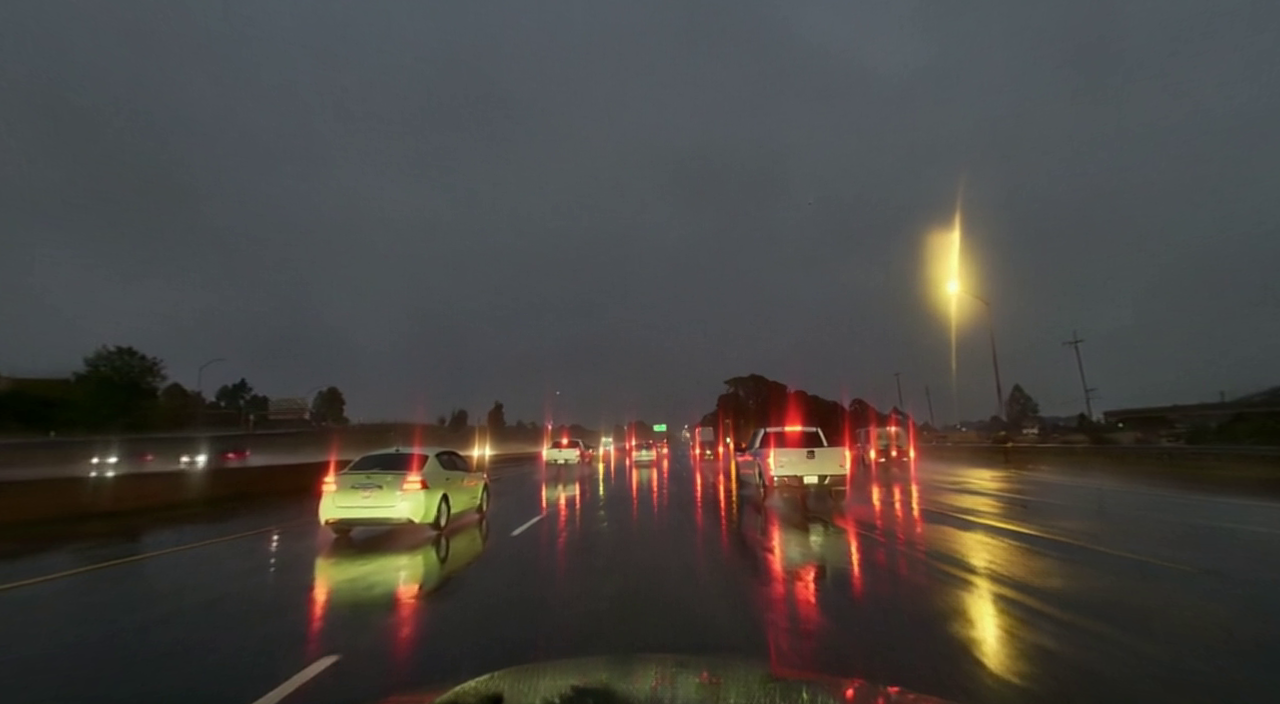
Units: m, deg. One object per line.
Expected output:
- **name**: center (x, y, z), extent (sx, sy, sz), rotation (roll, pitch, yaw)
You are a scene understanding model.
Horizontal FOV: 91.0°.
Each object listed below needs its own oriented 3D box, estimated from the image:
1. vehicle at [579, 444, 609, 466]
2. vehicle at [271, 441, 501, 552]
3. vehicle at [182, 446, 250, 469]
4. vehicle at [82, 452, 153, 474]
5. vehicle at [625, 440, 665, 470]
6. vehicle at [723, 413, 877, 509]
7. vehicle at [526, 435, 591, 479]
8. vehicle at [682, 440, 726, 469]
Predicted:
- **vehicle**: center (-3.318, 7.495, 45.858), extent (1.907, 1.484, 3.954), rotation (0, -9, 0)
- **vehicle**: center (-3.797, 2.209, 10.388), extent (1.947, 1.424, 4.264), rotation (0, -9, 1)
- **vehicle**: center (-30.770, 7.660, 45.880), extent (1.875, 1.542, 4.486), rotation (0, -9, 0)
- **vehicle**: center (-38.265, 8.102, 46.225), extent (1.751, 1.485, 4.008), rotation (0, -9, 0)
- **vehicle**: center (0.248, 5.836, 35.755), extent (2.147, 1.572, 4.094), rotation (0, -9, 0)
- **vehicle**: center (3.649, 2.646, 15.712), extent (2.340, 1.925, 5.529), rotation (0, -9, -1)
- **vehicle**: center (-3.562, 4.732, 28.640), extent (2.176, 1.783, 4.799), rotation (0, -9, 2)
- **vehicle**: center (3.832, 6.244, 38.423), extent (2.145, 1.636, 4.437), rotation (1, -9, -1)
